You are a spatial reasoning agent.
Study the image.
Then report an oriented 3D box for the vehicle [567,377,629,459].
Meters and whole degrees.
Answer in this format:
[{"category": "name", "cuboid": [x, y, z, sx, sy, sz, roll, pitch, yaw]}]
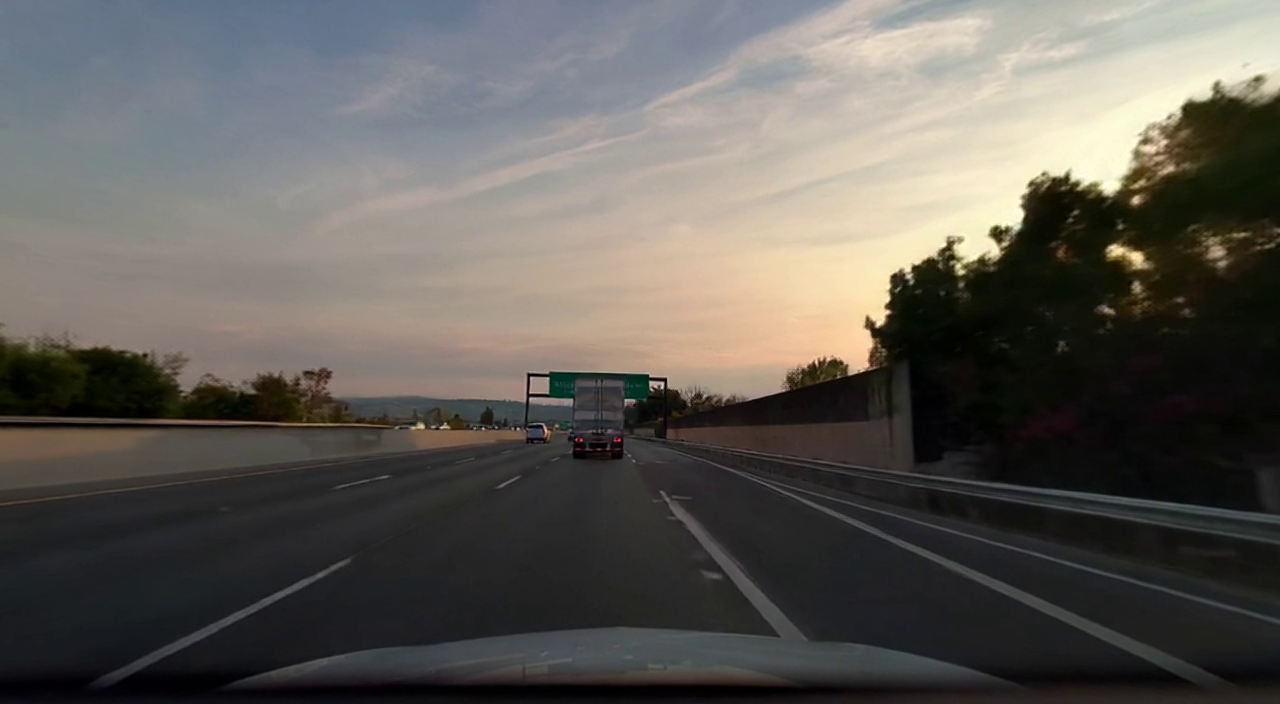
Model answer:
[{"category": "vehicle", "cuboid": [-2.433, 4.045, 37.077, 3.002, 3.987, 12.477, 1, -8, -4]}]
